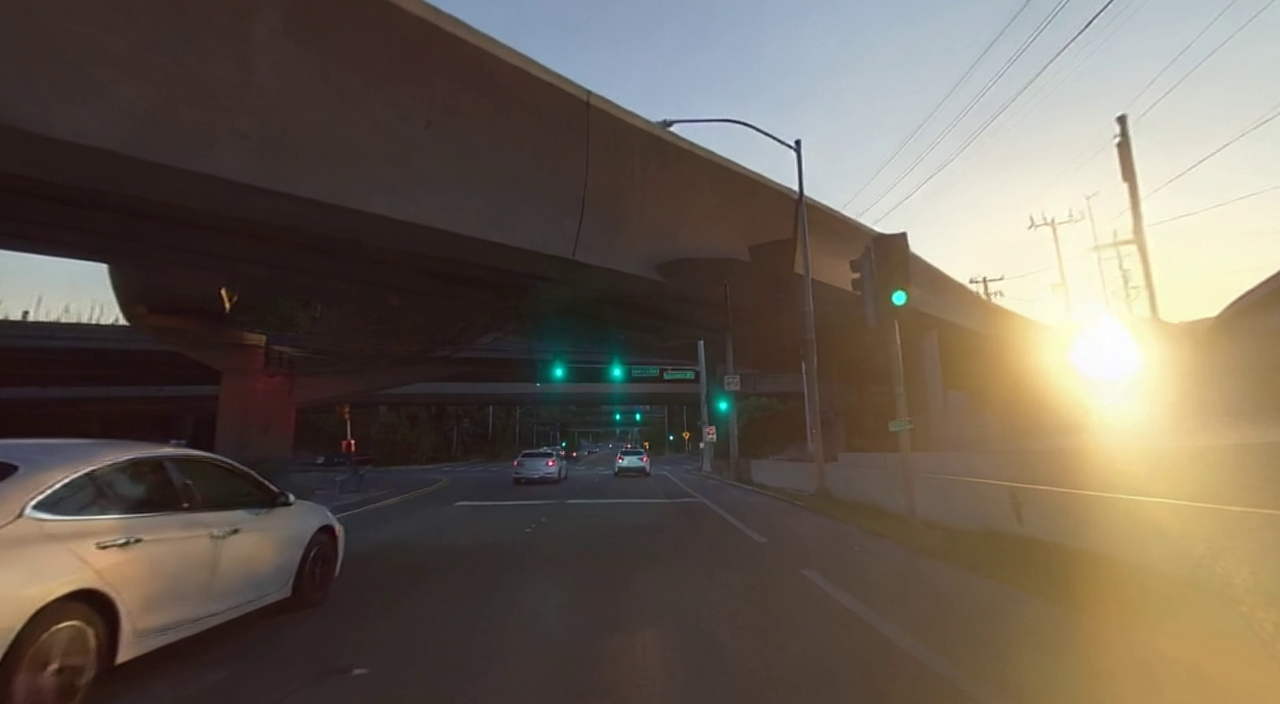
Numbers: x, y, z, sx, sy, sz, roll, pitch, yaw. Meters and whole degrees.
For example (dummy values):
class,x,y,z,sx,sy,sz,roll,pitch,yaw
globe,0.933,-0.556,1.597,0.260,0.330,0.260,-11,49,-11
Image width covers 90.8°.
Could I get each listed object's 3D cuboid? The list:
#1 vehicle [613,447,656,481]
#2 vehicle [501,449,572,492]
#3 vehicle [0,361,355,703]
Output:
class,x,y,z,sx,sy,sz,roll,pitch,yaw
vehicle,-0.277,5.487,31.248,1.985,1.565,3.968,0,-8,-1
vehicle,-3.752,4.367,23.690,1.946,1.437,4.154,0,-8,0
vehicle,-3.490,1.006,3.357,1.925,1.666,4.271,0,-8,0
